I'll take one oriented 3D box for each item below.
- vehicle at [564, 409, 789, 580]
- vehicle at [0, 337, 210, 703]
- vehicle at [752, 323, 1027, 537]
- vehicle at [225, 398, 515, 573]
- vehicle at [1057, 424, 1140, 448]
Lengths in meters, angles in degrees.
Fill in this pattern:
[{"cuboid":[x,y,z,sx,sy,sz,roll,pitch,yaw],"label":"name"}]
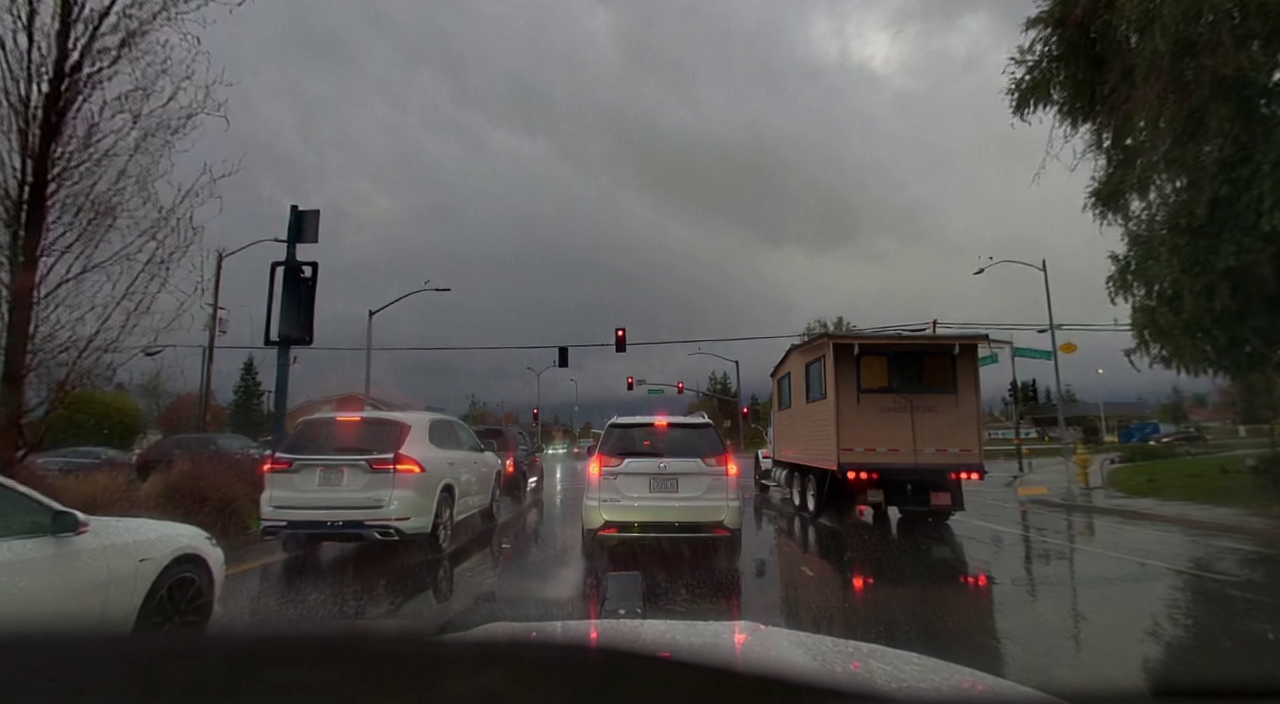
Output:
[{"cuboid":[0.369,1.709,8.324,2.189,1.649,4.171,0,-9,0],"label":"vehicle"},{"cuboid":[-3.423,0.678,1.481,1.952,1.730,4.116,0,-9,-1],"label":"vehicle"},{"cuboid":[3.699,1.402,11.014,2.531,2.750,5.595,0,-9,1],"label":"vehicle"},{"cuboid":[-3.258,1.721,8.859,2.085,1.812,4.388,0,-9,0],"label":"vehicle"},{"cuboid":[33.178,6.141,45.886,4.671,1.595,1.824,-5,-10,31],"label":"vehicle"}]
